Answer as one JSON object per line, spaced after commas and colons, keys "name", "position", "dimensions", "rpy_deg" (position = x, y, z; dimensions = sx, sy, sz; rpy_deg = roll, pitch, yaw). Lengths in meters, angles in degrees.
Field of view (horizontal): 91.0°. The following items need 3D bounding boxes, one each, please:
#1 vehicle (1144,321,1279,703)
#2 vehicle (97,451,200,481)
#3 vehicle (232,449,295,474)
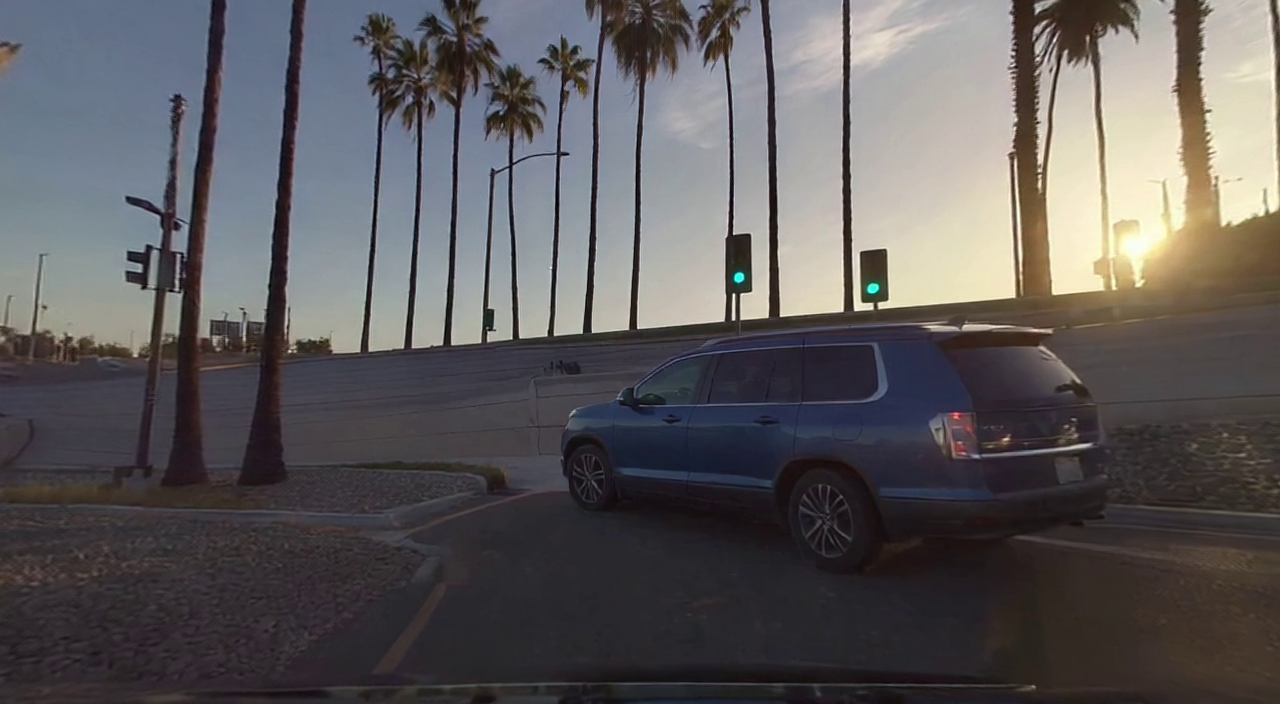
{"name": "vehicle", "position": [3.442, 0.497, 0.559], "dimensions": [2.028, 1.770, 4.737], "rpy_deg": [0, -9, 0]}
{"name": "vehicle", "position": [-26.586, 6.164, 34.282], "dimensions": [1.830, 1.443, 4.551], "rpy_deg": [0, -9, 2]}
{"name": "vehicle", "position": [-26.266, 7.617, 44.066], "dimensions": [1.941, 1.631, 4.017], "rpy_deg": [0, -9, 0]}
